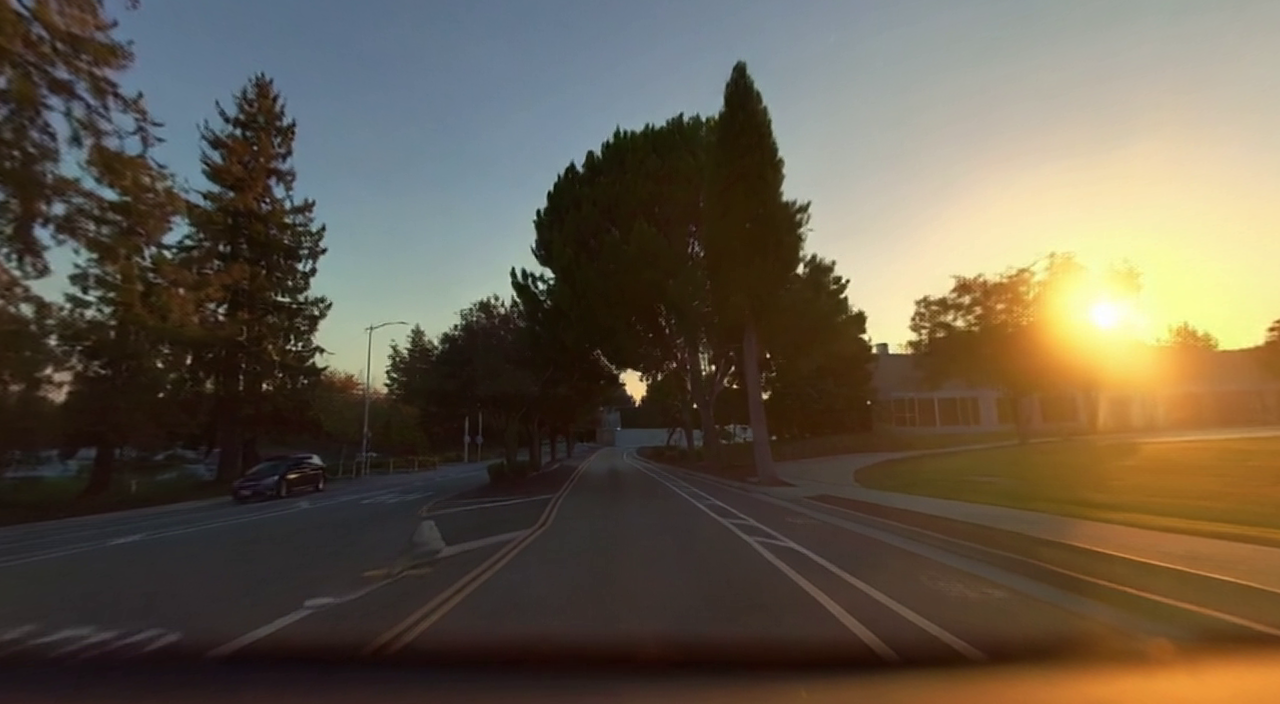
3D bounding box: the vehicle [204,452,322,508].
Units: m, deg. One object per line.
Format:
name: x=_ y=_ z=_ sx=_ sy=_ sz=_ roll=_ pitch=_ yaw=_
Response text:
vehicle: x=-13.599 y=4.578 z=23.047 sx=1.952 sy=1.632 sz=4.200 roll=-4 pitch=-8 yaw=-3
